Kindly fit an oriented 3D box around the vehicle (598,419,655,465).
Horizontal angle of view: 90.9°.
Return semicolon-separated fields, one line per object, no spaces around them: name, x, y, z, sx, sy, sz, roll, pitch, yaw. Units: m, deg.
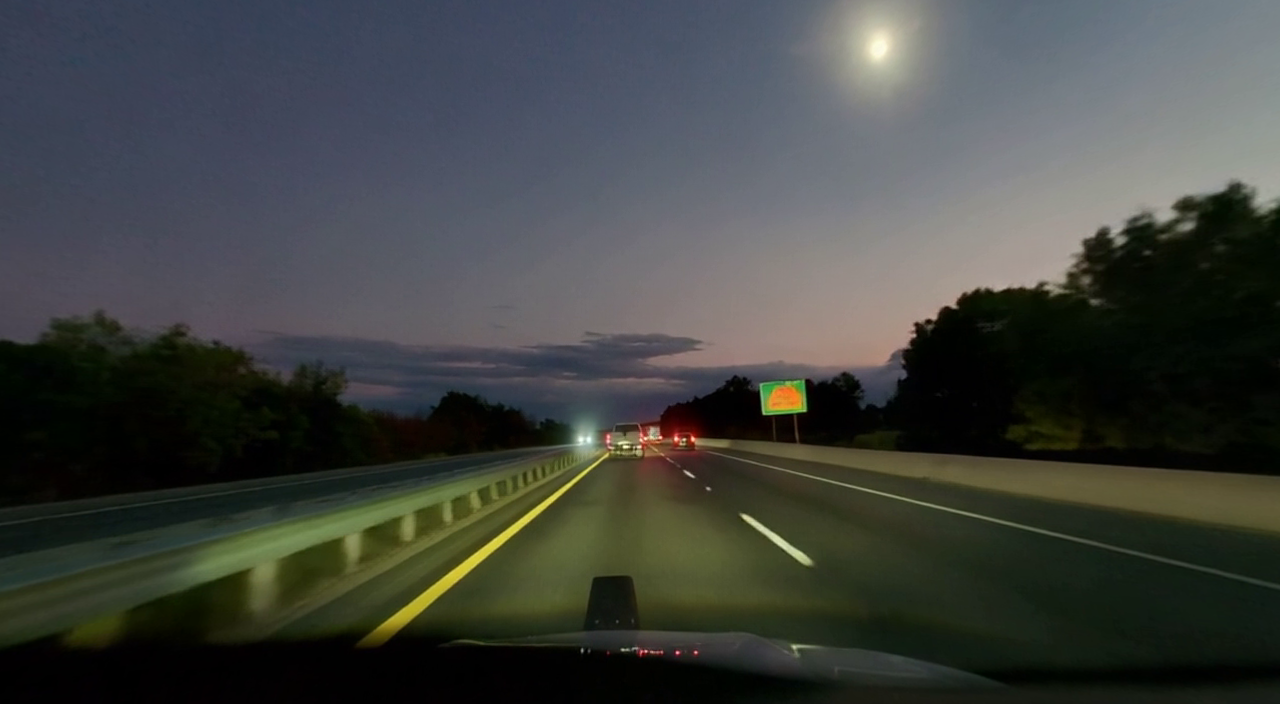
vehicle;-0.624;4.305;30.192;2.503;2.044;4.633;0;-8;-1
